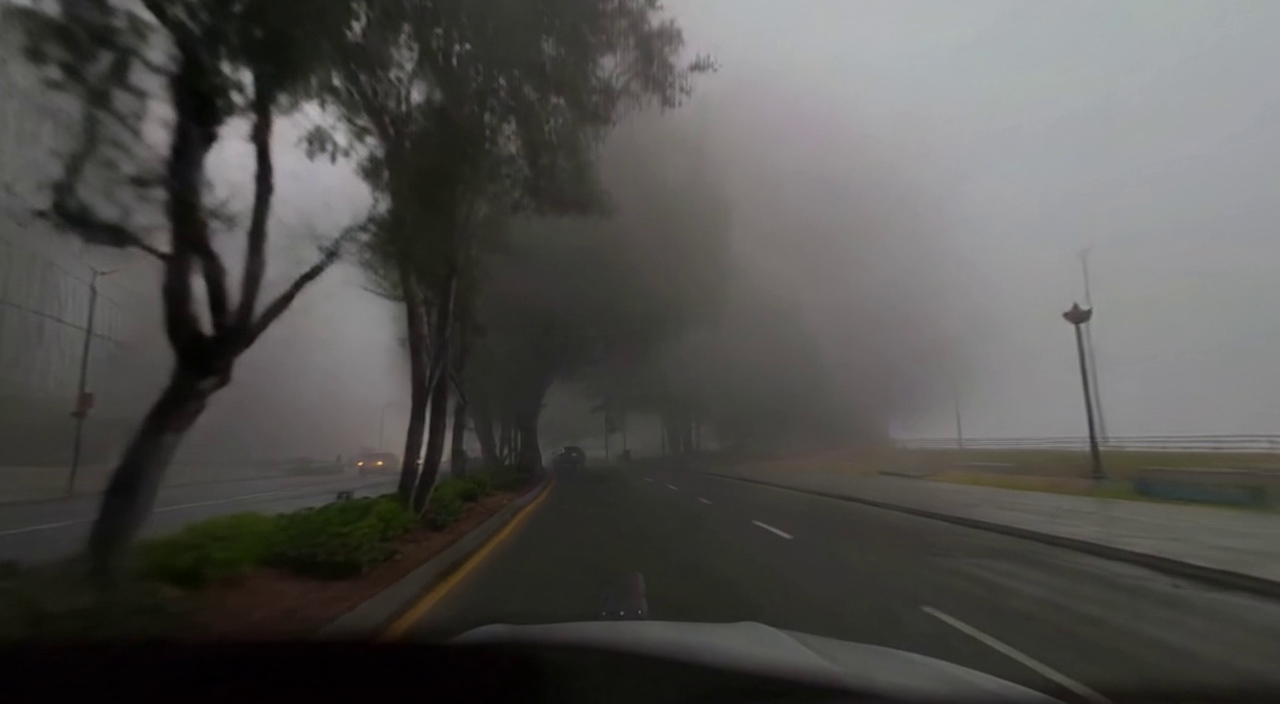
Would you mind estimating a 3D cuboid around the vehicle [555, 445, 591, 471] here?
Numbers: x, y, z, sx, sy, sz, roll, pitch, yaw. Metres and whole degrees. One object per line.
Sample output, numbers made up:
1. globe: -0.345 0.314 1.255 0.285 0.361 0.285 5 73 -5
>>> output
1. vehicle: -5.135 8.037 47.976 2.129 1.816 4.851 2 -9 -12
